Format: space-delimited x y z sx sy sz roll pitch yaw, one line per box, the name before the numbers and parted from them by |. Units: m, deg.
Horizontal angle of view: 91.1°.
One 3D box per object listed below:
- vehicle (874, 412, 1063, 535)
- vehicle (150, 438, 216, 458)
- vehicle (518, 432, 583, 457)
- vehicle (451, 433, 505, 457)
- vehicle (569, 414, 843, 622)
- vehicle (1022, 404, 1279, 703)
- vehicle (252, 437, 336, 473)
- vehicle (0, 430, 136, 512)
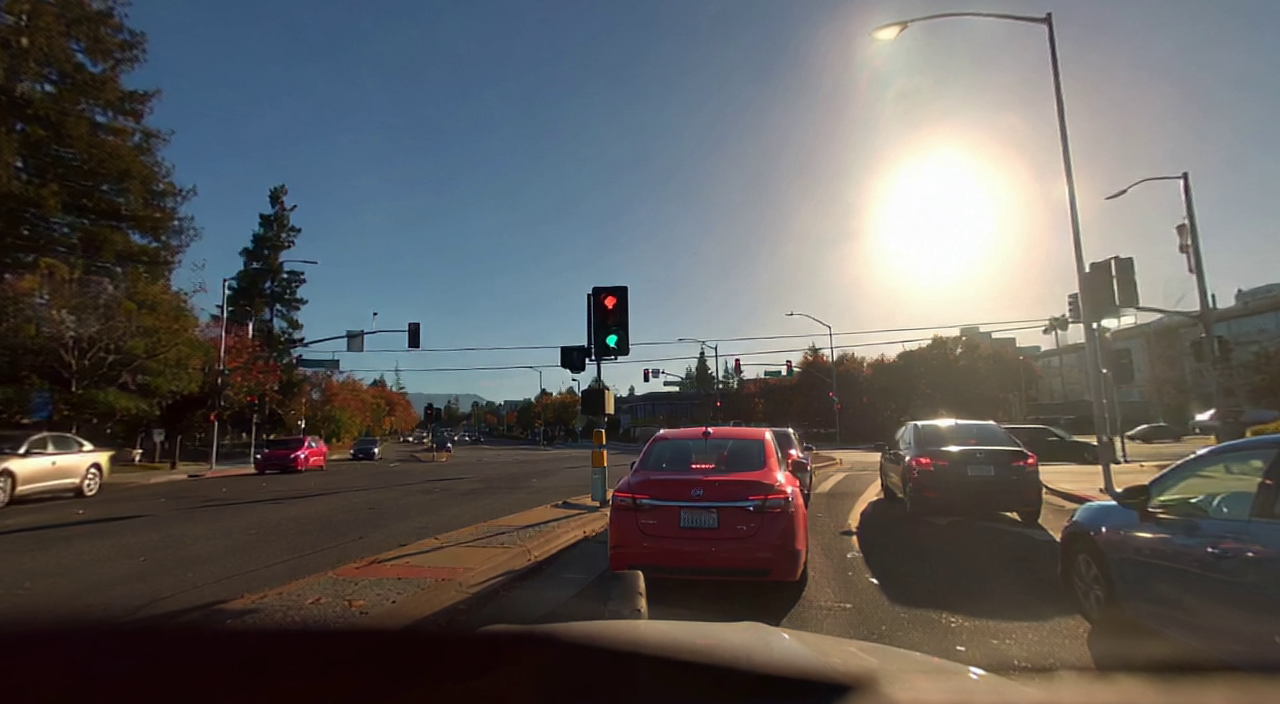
vehicle | 5.527 2.050 11.281 2.102 1.717 4.373 -2 -9 16
vehicle | -35.377 7.441 48.640 1.652 1.433 3.733 -7 -11 40
vehicle | -5.979 6.112 41.547 1.932 1.573 4.509 8 -12 -44
vehicle | -12.478 7.126 48.186 1.972 1.705 4.457 8 -11 -44
vehicle | 0.856 1.500 6.698 2.052 1.483 3.928 -2 -8 12
vehicle | 4.239 1.059 3.380 1.954 1.508 4.441 -1 -8 7
vehicle | -15.261 4.544 27.993 1.976 1.458 4.645 2 -8 -13
vehicle | -13.307 2.492 13.584 1.948 1.532 4.102 2 -8 -11
